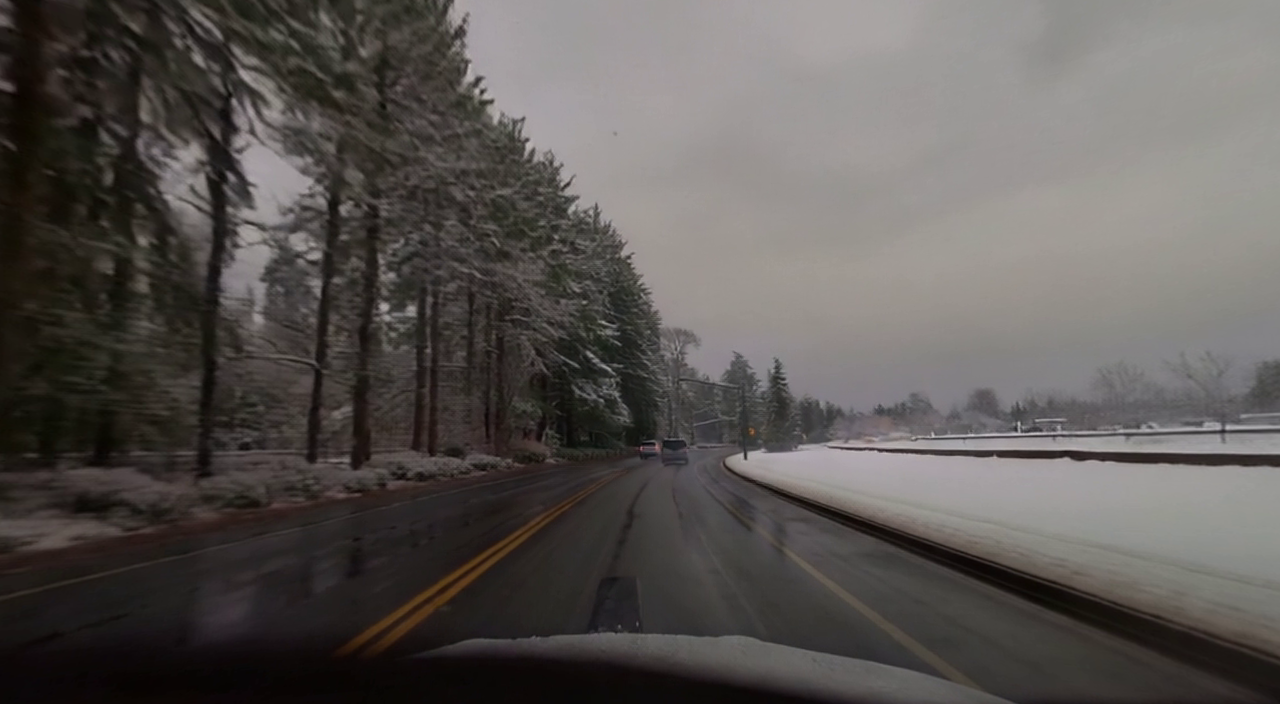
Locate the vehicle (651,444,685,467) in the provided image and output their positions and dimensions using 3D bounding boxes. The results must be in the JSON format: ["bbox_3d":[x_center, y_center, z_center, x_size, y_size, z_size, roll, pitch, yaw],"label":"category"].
[{"bbox_3d":[1.928,6.898,42.336,2.071,1.474,4.047,-1,-8,5],"label":"vehicle"}]
